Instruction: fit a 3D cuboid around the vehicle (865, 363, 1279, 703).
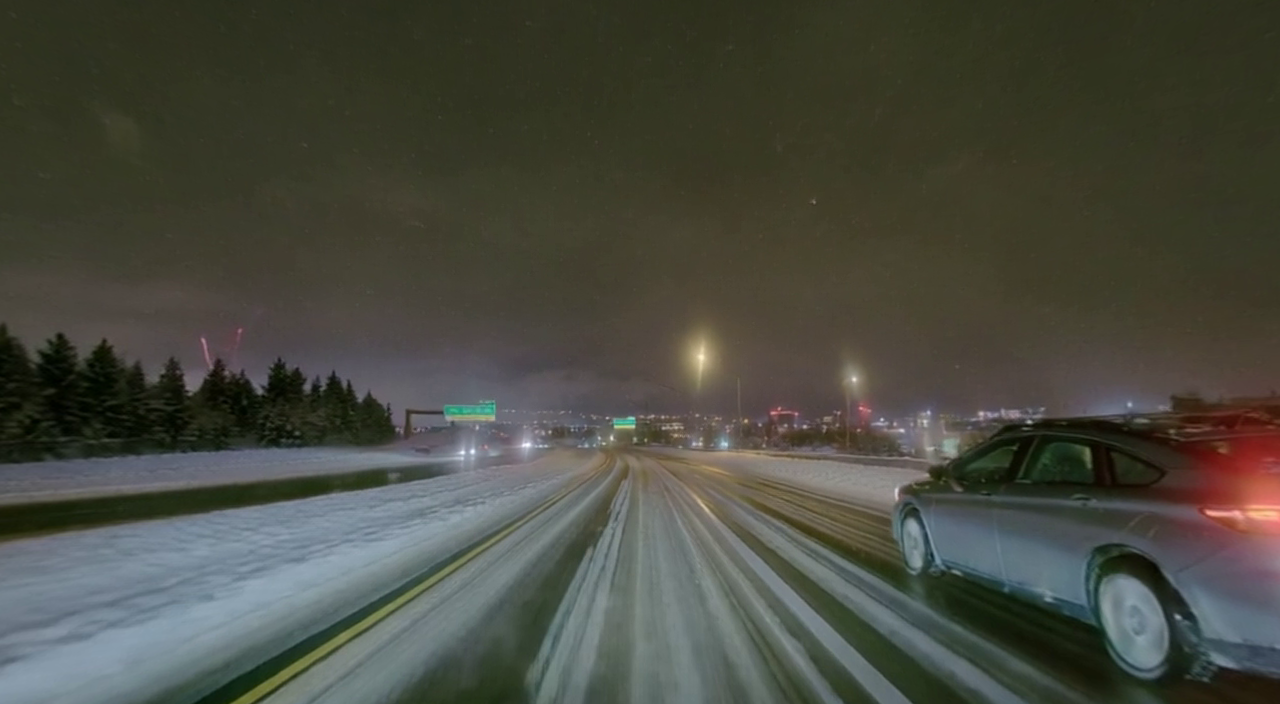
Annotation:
[{"bbox_3d":[3.411,1.115,4.202,2.104,1.575,4.698,0,-8,0],"label":"vehicle"}]
